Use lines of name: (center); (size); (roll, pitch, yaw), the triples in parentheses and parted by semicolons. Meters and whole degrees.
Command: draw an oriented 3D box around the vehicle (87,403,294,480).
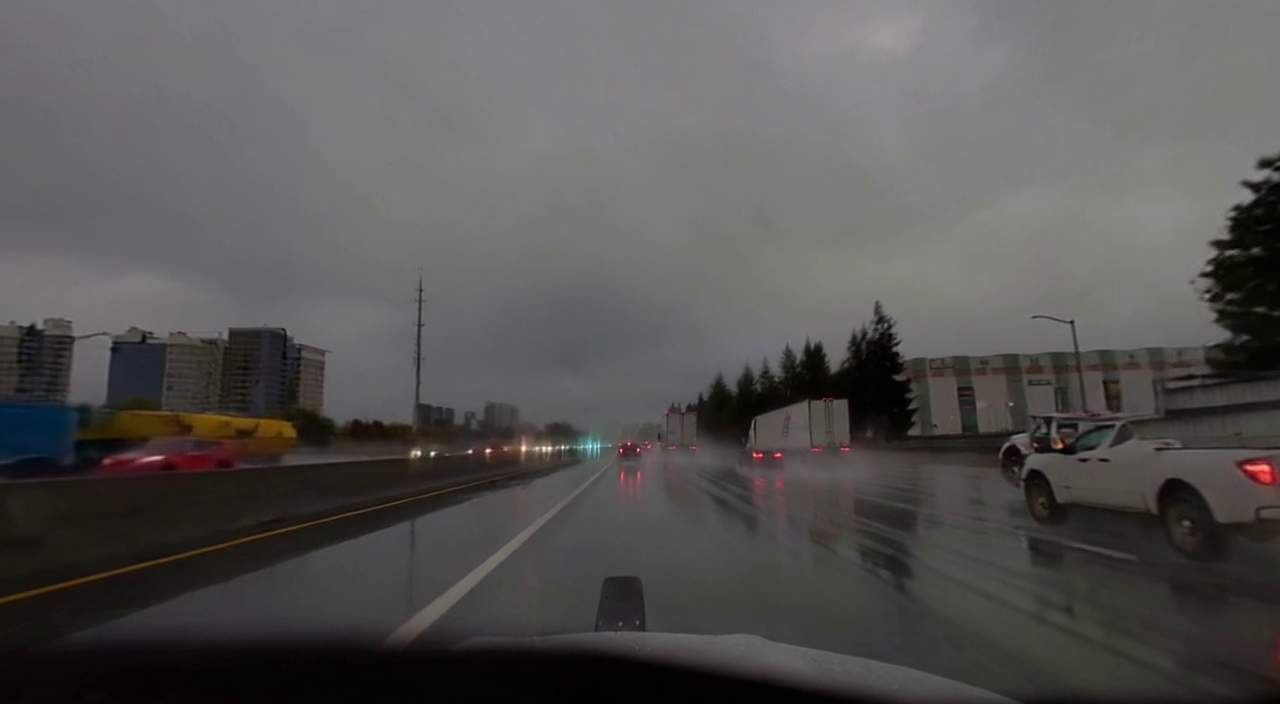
vehicle: (-20.191, 4.215, 29.490); (2.748, 2.999, 9.297); (0, -9, 0)

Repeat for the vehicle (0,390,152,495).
vehicle: (-20.071, 2.730, 18.968); (2.885, 3.005, 9.889); (0, -9, 0)

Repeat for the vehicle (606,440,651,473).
vehicle: (-0.580, 5.421, 32.929); (2.163, 1.551, 4.180); (0, -9, -1)

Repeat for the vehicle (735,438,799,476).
vehicle: (5.904, 4.951, 29.924); (2.154, 1.658, 4.347); (0, -9, 0)

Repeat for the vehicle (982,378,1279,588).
vehicle: (7.346, 1.613, 8.391); (2.369, 2.007, 5.700); (0, -9, 0)

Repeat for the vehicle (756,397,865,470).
vehicle: (11.358, 5.995, 44.967); (2.898, 4.171, 17.188); (0, -9, 0)
